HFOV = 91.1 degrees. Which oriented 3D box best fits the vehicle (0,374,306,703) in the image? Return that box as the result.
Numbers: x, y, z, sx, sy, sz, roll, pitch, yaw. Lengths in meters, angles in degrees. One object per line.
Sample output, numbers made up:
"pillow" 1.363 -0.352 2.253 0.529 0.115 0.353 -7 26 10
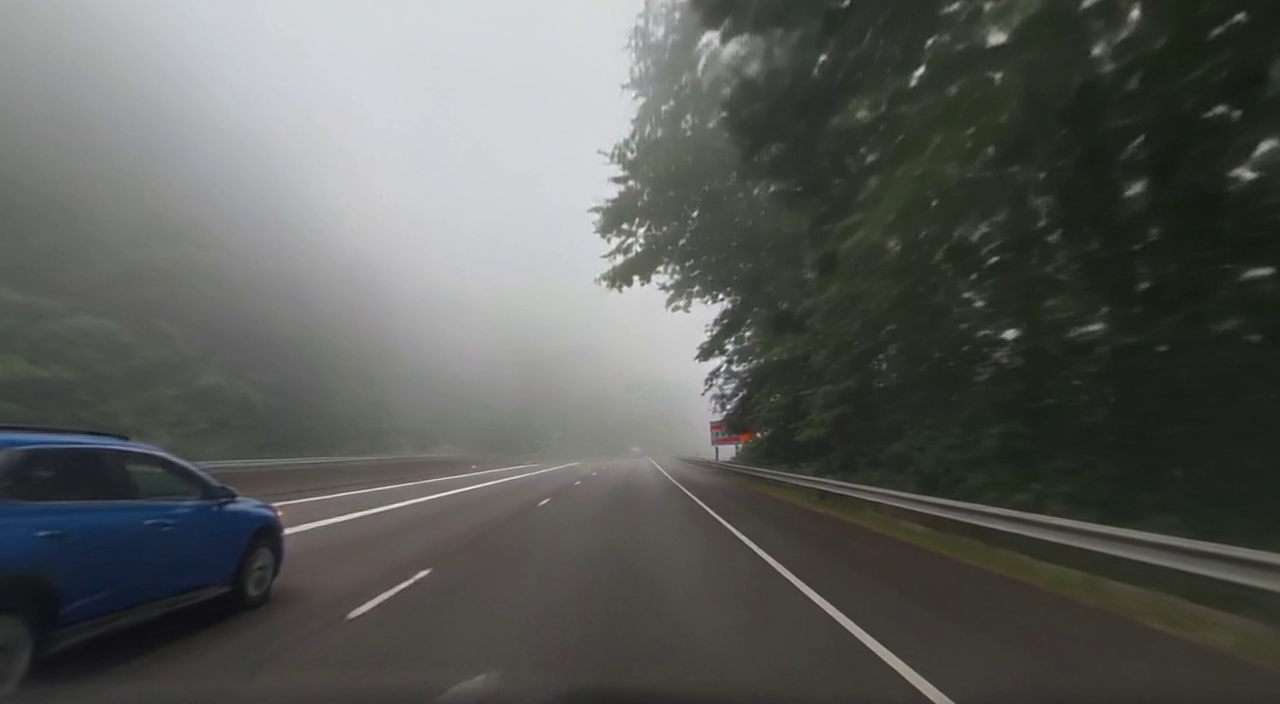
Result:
"vehicle" -3.880 0.980 3.099 2.104 1.626 4.283 0 -9 0
